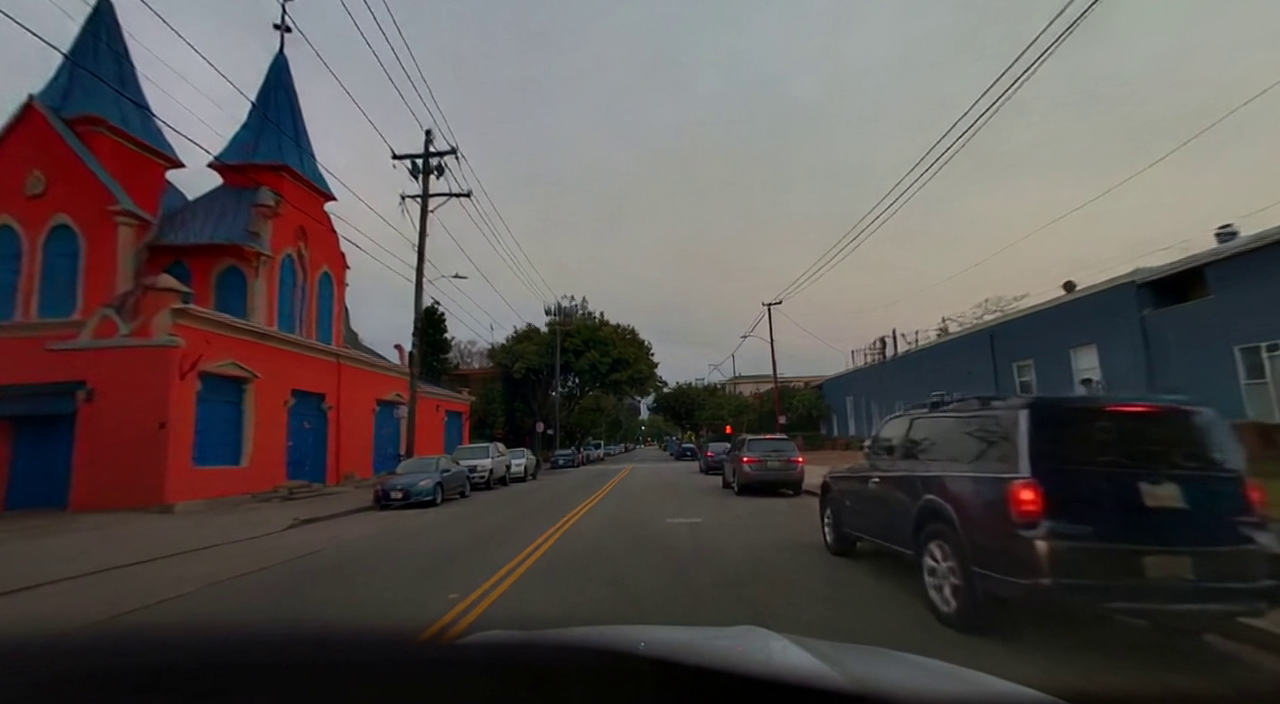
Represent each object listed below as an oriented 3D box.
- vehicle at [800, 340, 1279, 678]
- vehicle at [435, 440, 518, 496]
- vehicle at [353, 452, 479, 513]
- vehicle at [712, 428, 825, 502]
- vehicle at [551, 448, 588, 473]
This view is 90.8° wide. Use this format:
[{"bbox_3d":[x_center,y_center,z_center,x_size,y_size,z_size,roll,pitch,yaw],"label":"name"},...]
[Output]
[{"bbox_3d":[3.306,1.281,6.246,2.263,1.996,4.870,0,-9,1],"label":"vehicle"},{"bbox_3d":[-6.039,4.305,23.872,1.983,1.809,4.503,-2,-9,-1],"label":"vehicle"},{"bbox_3d":[-6.176,3.616,18.075,1.844,1.486,4.474,0,-9,2],"label":"vehicle"},{"bbox_3d":[3.467,3.157,18.063,2.182,1.824,4.622,0,-9,-1],"label":"vehicle"},{"bbox_3d":[-5.324,8.269,48.257,1.910,1.488,3.999,-5,-7,5],"label":"vehicle"}]
